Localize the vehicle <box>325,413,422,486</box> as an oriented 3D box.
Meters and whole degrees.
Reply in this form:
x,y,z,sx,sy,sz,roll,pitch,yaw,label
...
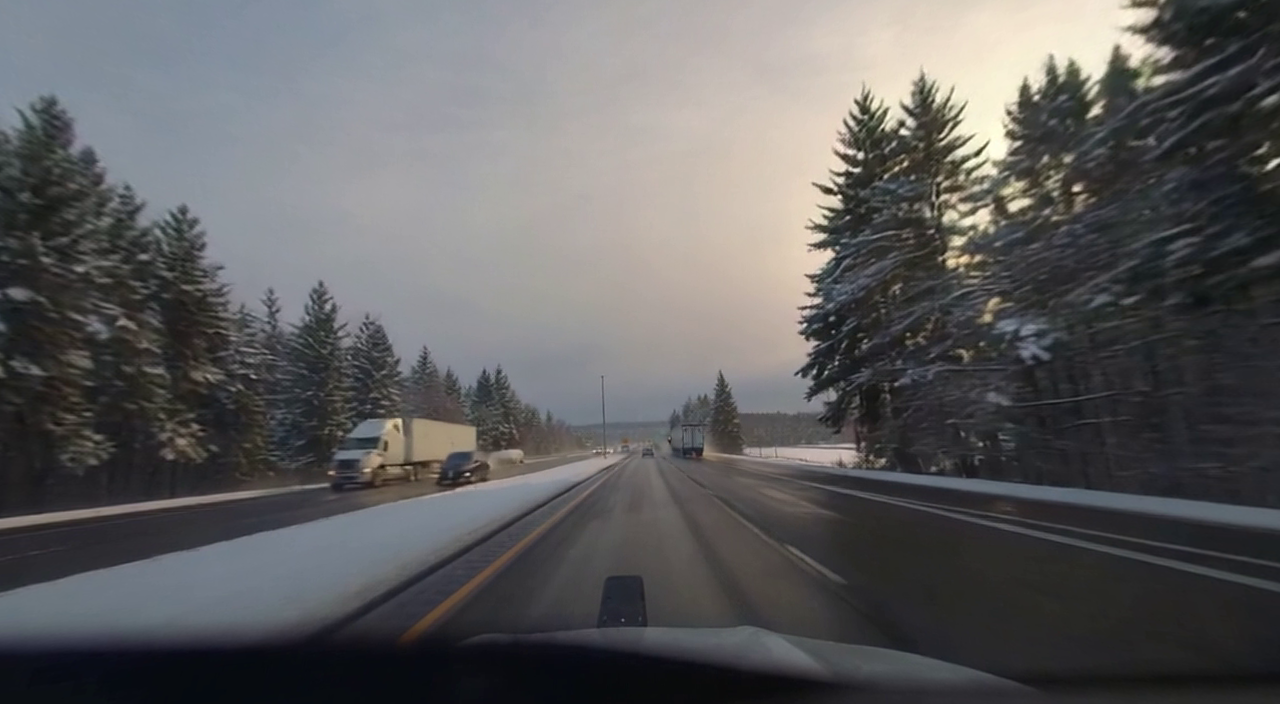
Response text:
x,y,z,sx,sy,sz,roll,pitch,yaw,label
-15.829,5.873,38.001,2.917,4.007,5.975,-1,-9,3,vehicle

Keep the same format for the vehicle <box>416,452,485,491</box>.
x,y,z,sx,sy,sz,roll,pitch,yaw,label
-7.947,5.009,26.751,1.780,1.465,3.818,0,-9,-1,vehicle
